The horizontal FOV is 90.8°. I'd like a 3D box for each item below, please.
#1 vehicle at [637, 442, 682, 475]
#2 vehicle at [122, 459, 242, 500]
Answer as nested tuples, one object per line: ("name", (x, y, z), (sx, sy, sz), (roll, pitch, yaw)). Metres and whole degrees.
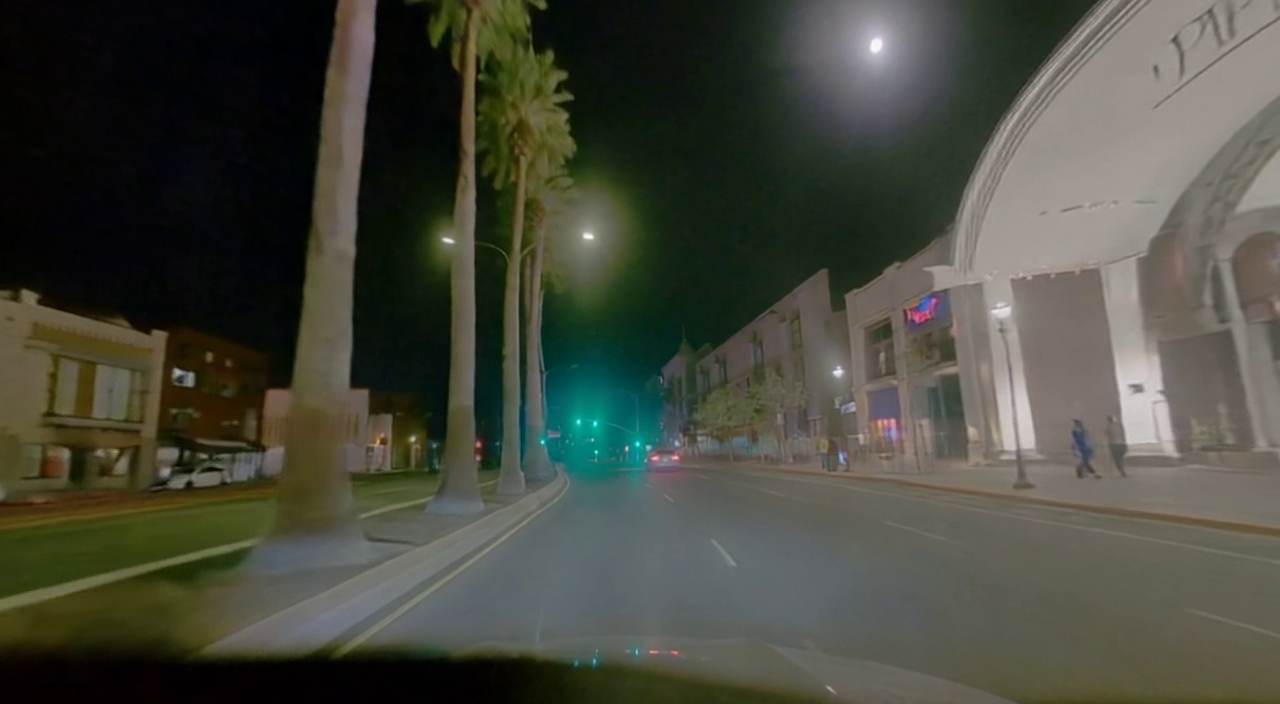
("vehicle", (1.184, 7.084, 42.332), (2.284, 2.010, 6.670), (0, -9, -4))
("vehicle", (-21.979, 6.113, 30.645), (2.285, 1.689, 4.968), (0, -9, -4))
